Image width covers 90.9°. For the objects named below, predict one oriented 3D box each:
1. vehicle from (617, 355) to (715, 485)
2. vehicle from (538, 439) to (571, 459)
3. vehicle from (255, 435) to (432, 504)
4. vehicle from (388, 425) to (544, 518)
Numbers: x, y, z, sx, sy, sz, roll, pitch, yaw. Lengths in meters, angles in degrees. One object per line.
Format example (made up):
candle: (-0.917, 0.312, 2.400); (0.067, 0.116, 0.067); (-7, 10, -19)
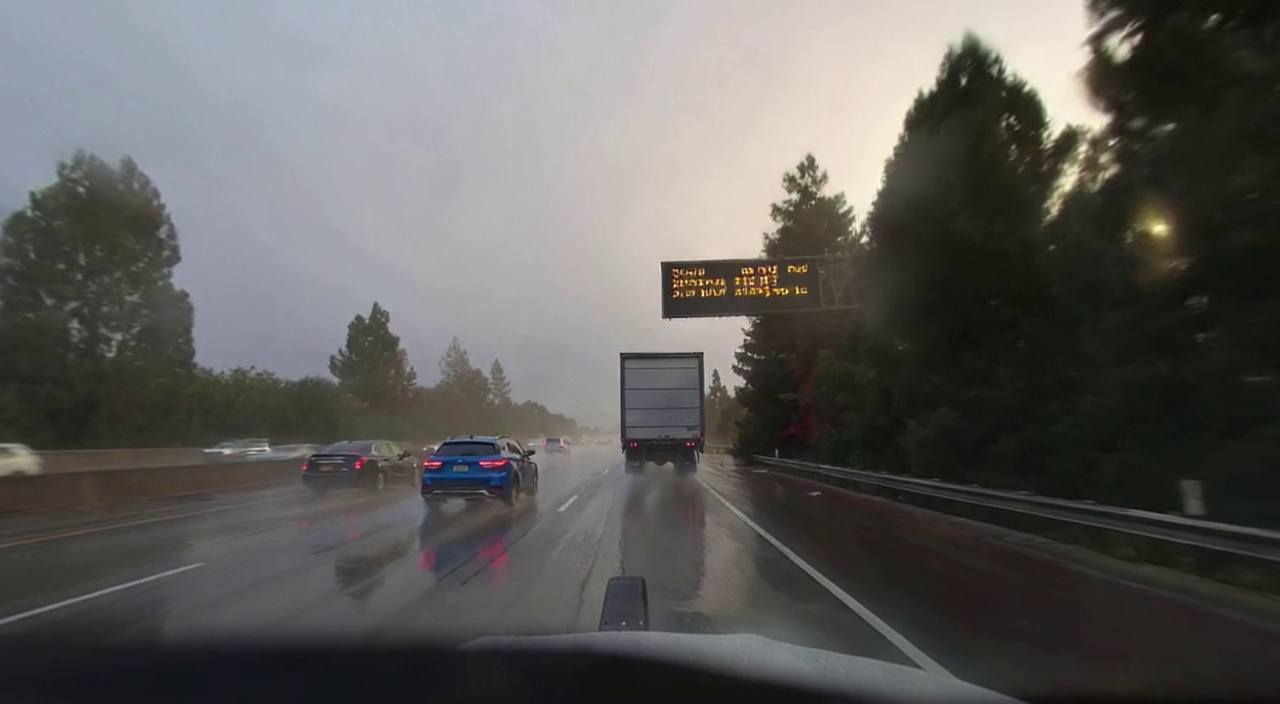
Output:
vehicle: (0.782, 2.779, 24.040); (2.870, 3.841, 10.653); (0, -8, 0)
vehicle: (-6.539, 7.471, 48.535); (1.882, 1.451, 4.416); (0, -8, 1)
vehicle: (-7.287, 2.928, 16.229); (2.063, 1.480, 4.842); (0, -8, 2)
vehicle: (-3.488, 2.485, 13.630); (2.077, 1.671, 4.249); (0, -8, 1)
